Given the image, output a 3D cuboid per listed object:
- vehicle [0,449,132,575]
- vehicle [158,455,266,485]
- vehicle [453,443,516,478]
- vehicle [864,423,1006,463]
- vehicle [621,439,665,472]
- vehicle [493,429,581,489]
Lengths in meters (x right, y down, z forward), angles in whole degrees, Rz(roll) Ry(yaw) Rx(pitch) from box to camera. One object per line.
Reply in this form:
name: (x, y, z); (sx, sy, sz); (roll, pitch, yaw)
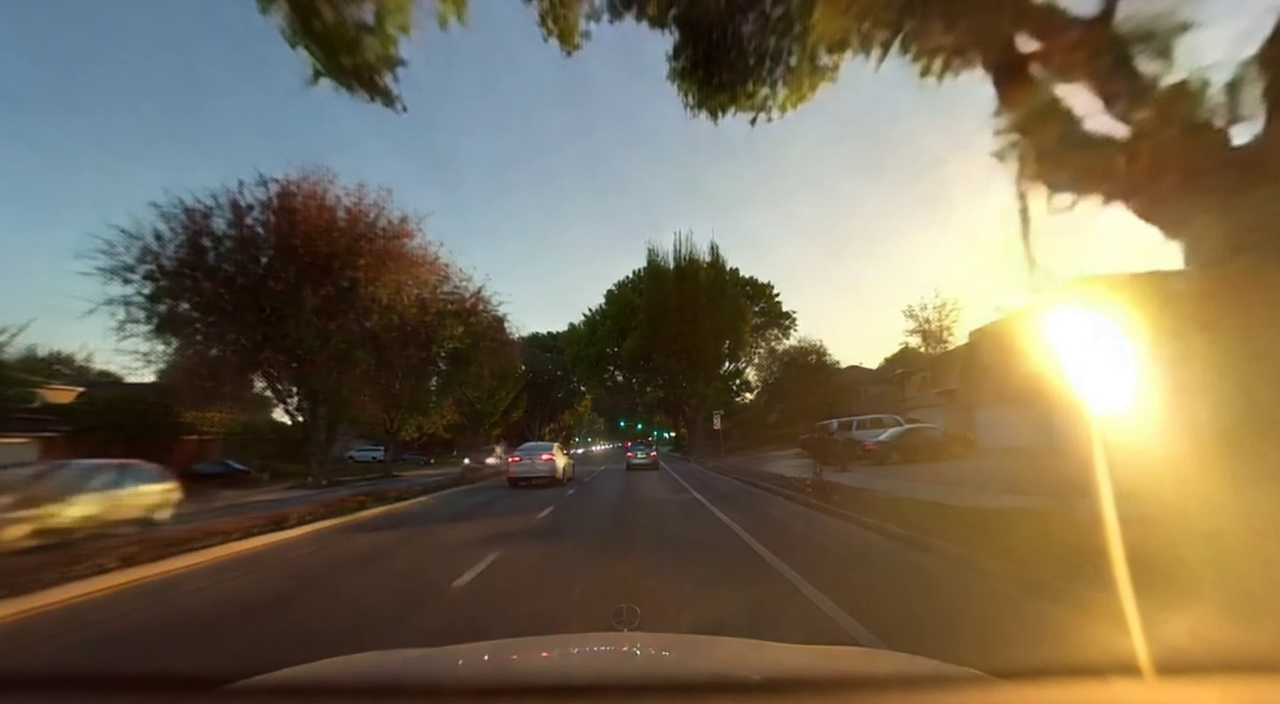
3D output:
vehicle: (-8.996, 2.017, 7.754); (2.192, 1.516, 3.995); (-2, -8, 0)
vehicle: (-22.775, 6.282, 33.749); (4.370, 1.496, 1.887); (0, -8, -3)
vehicle: (-7.873, 5.524, 32.439); (1.983, 1.538, 4.575); (-3, -8, 1)
vehicle: (11.339, 3.544, 24.532); (4.573, 1.461, 1.867); (0, -8, 0)
vehicle: (0.124, 5.129, 31.648); (2.062, 1.518, 3.901); (0, -8, 0)
vehicle: (-3.272, 3.521, 21.097); (2.157, 1.771, 4.452); (0, -8, 0)
